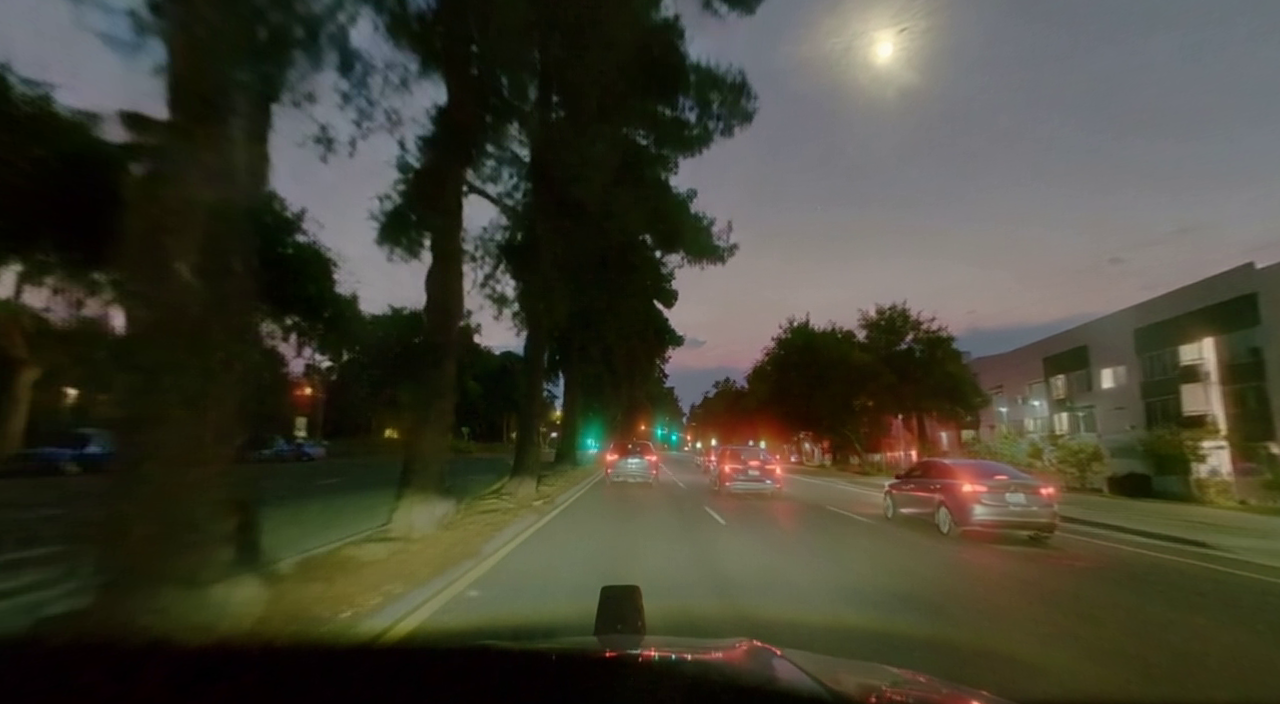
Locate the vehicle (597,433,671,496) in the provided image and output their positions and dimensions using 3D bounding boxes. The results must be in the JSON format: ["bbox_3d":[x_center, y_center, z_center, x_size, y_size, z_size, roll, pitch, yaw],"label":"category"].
[{"bbox_3d":[-0.166,3.367,19.126,2.008,1.674,4.239,0,-8,0],"label":"vehicle"}]

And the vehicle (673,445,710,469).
[{"bbox_3d":[3.286,6.830,41.028,2.012,1.462,4.163,0,-9,-1],"label":"vehicle"}]

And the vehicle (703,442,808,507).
[{"bbox_3d":[2.905,3.177,16.771,1.932,1.510,4.168,0,-9,-1],"label":"vehicle"}]

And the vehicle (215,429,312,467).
[{"bbox_3d":[-19.091,4.896,32.142,1.903,1.768,4.985,0,-9,0],"label":"vehicle"}]

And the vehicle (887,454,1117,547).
[{"bbox_3d":[6.805,2.788,12.488,1.944,1.458,4.268,0,-9,-1],"label":"vehicle"}]

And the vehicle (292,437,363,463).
[{"bbox_3d":[-18.934,5.961,38.314,1.851,1.477,4.891,0,-9,-1],"label":"vehicle"}]

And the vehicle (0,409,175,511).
[{"bbox_3d":[-11.273,2.065,12.286,2.161,1.642,4.587,3,-9,-20],"label":"vehicle"}]
